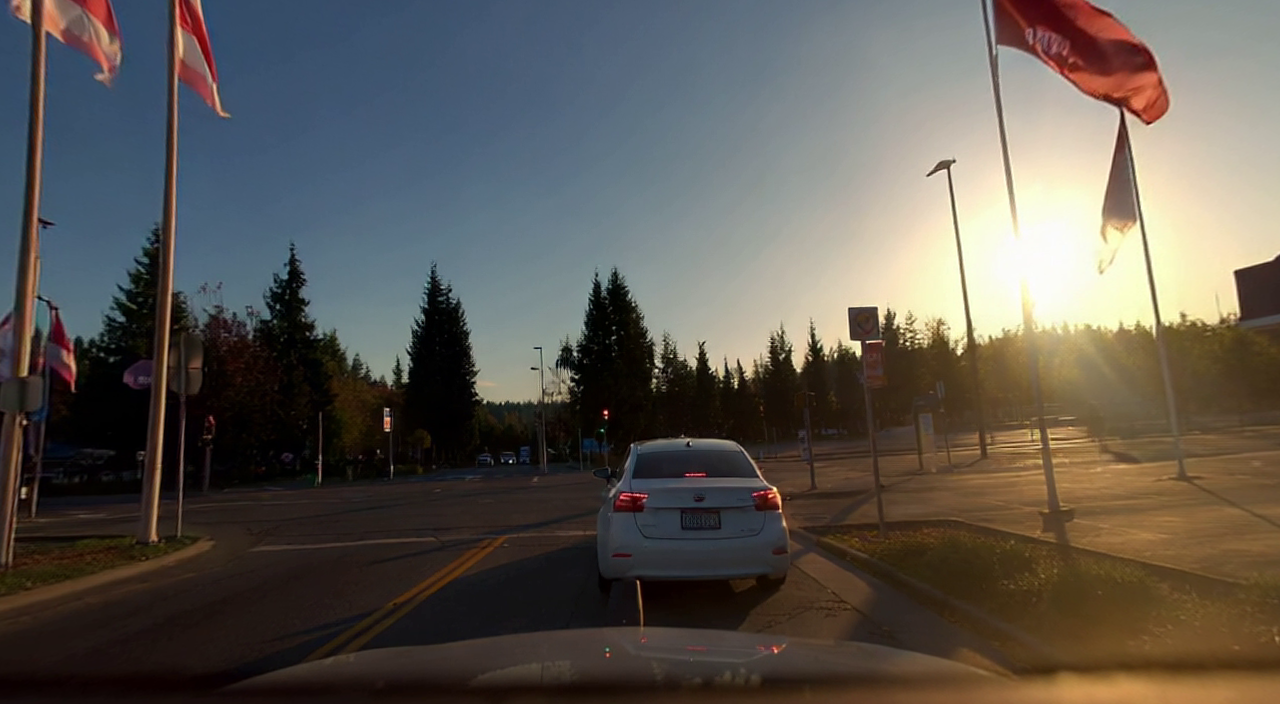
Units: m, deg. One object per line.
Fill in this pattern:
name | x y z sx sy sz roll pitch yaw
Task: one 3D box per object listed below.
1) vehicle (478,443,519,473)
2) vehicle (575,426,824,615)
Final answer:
vehicle | -10.007 7.513 44.878 2.212 1.948 4.537 0 -9 -6
vehicle | 0.383 1.619 6.892 1.985 1.463 3.647 0 -9 -3
